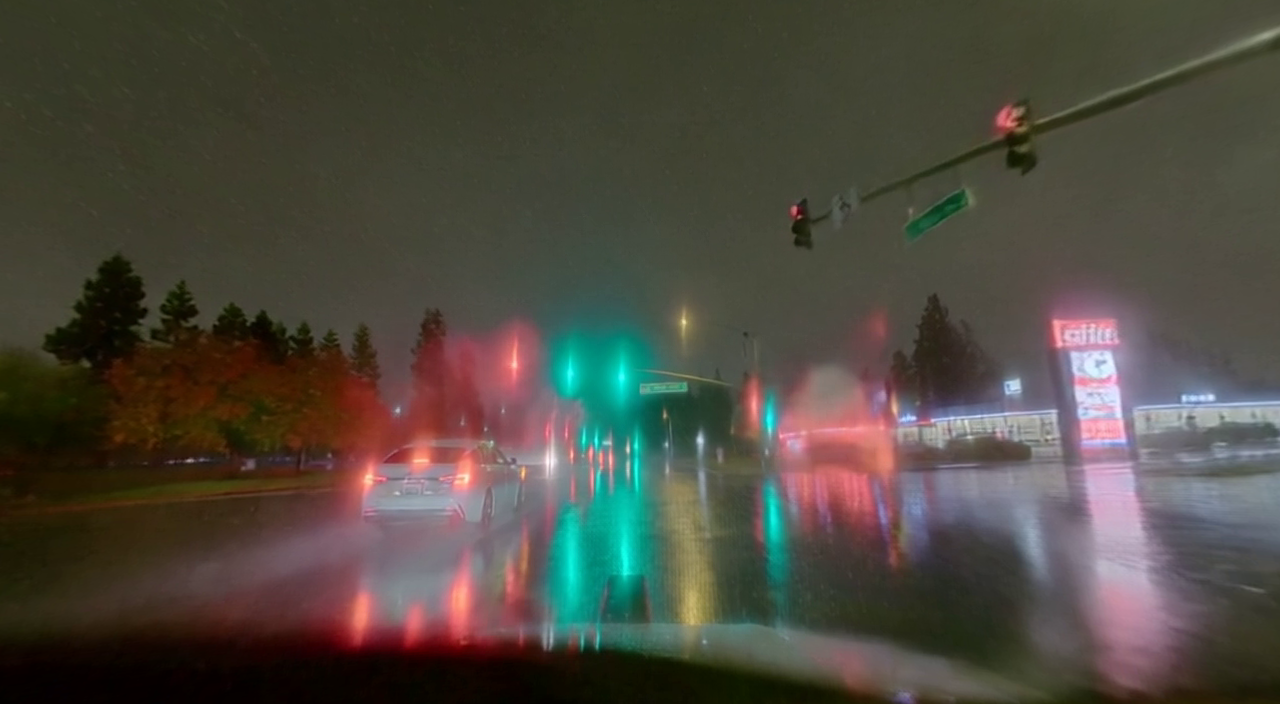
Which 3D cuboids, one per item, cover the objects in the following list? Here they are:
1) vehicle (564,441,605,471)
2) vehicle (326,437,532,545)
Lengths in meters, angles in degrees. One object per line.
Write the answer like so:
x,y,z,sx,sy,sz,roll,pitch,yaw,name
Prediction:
-3.332,6.341,38.568,2.109,1.692,4.220,0,-8,0,vehicle
-3.287,2.244,10.926,2.018,1.477,4.401,0,-8,0,vehicle
